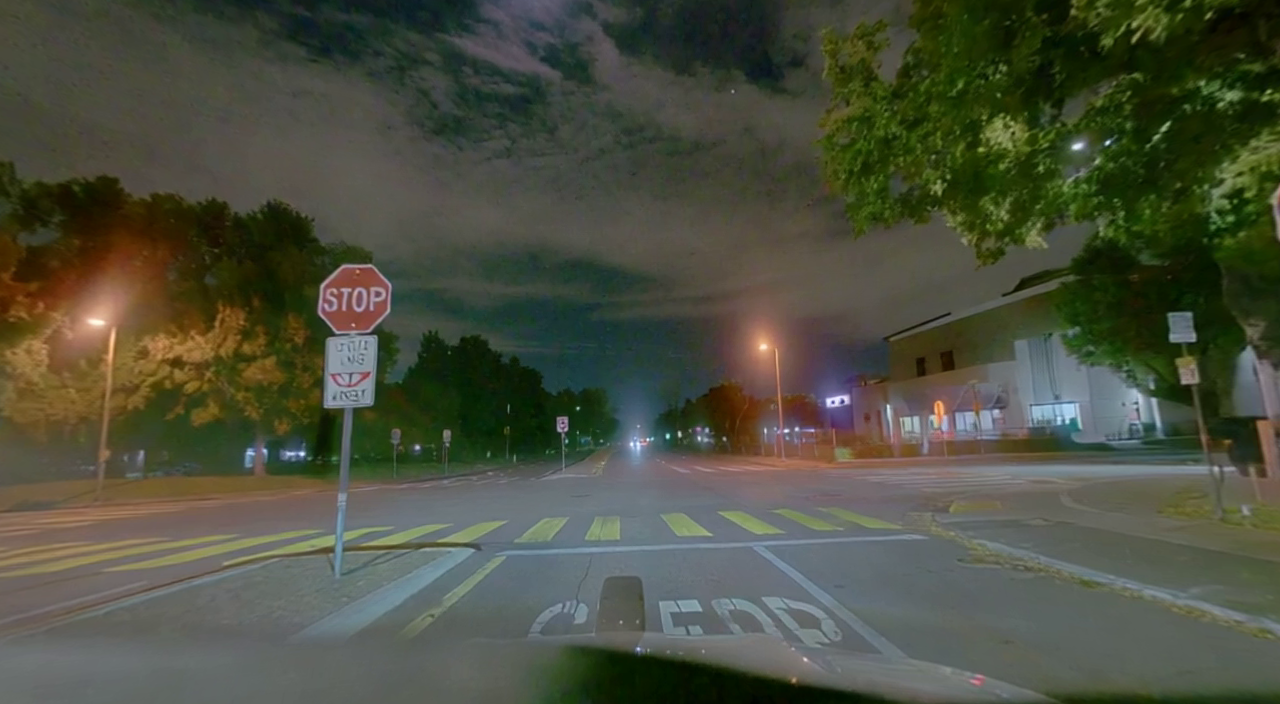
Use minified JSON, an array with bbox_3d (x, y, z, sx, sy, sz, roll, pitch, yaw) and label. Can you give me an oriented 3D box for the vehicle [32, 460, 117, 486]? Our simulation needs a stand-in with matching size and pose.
[{"bbox_3d":[-37.108,7.903,41.619,1.871,1.523,4.028,0,-9,-1],"label":"vehicle"}]
